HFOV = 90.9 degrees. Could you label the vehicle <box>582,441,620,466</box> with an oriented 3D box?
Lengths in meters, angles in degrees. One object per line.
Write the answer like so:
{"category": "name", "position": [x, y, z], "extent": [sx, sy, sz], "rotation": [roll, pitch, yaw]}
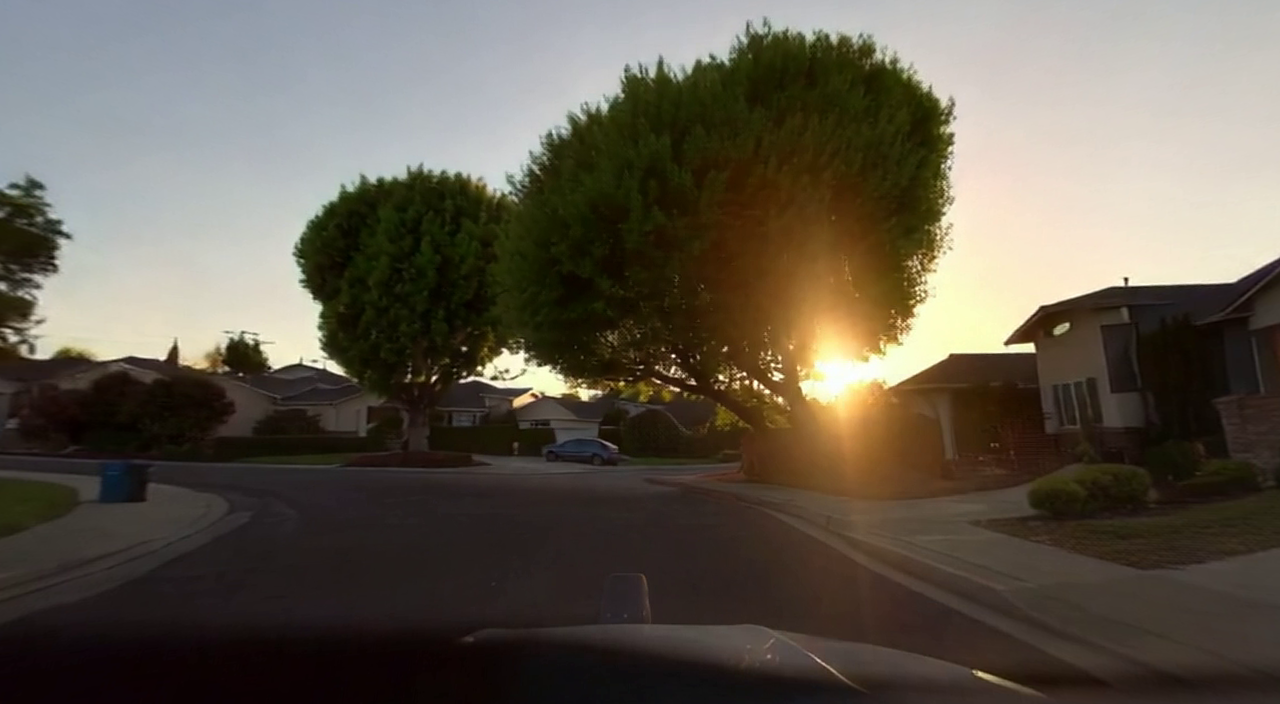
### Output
{"category": "vehicle", "position": [-2.966, 7.734, 48.423], "extent": [2.058, 1.749, 4.560], "rotation": [-3, -8, 6]}

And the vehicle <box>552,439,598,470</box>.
{"category": "vehicle", "position": [-4.140, 6.570, 40.784], "extent": [2.180, 1.752, 4.700], "rotation": [-3, -8, 3]}
